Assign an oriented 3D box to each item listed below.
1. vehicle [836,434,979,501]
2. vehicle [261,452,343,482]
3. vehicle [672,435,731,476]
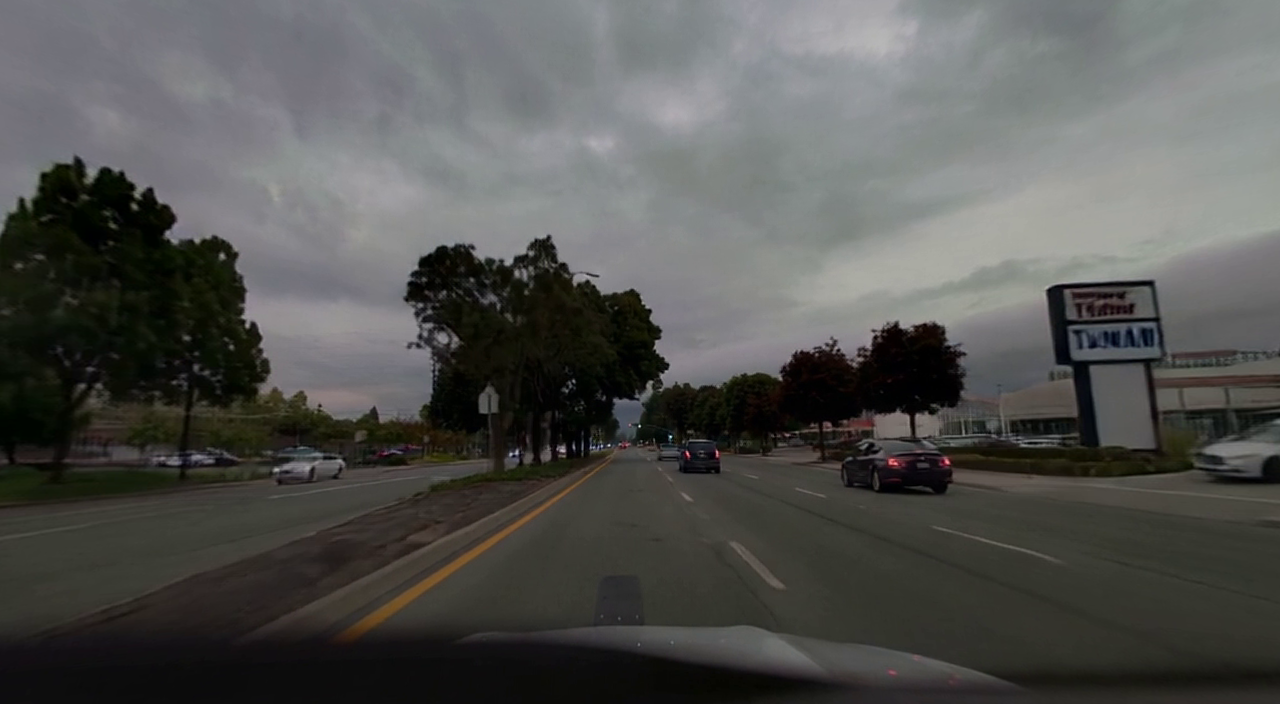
[{"bbox_3d":[6.826,2.977,16.617,1.886,1.528,4.169,0,-9,-1],"label":"vehicle"},{"bbox_3d":[-17.987,6.112,33.774,1.851,1.480,4.501,0,-9,1],"label":"vehicle"},{"bbox_3d":[2.674,4.642,28.427,2.161,1.676,4.151,0,-9,-1],"label":"vehicle"}]
